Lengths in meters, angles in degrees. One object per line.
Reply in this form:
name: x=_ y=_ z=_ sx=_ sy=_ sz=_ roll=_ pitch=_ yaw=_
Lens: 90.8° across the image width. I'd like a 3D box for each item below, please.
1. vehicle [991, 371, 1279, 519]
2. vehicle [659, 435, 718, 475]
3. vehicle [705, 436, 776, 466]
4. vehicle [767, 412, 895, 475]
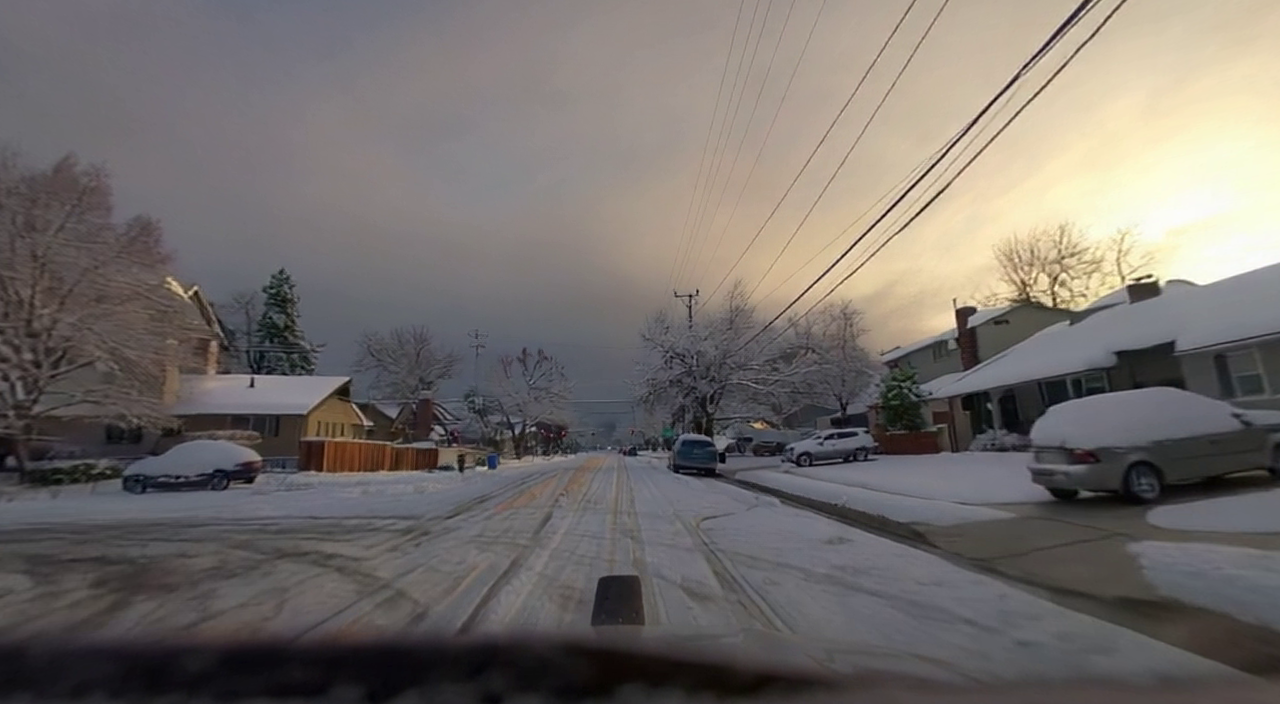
vehicle: x=9.409 y=1.504 z=11.080 sx=5.072 sy=1.909 sz=2.237 roll=-6 pitch=-7 yaw=-5
vehicle: x=2.490 y=5.474 z=33.742 sx=2.214 sy=1.962 sz=4.733 roll=1 pitch=-9 yaw=-7
vehicle: x=7.195 y=7.121 z=45.755 sx=4.666 sy=1.655 sz=2.169 roll=-6 pitch=-8 yaw=1
vehicle: x=8.419 y=4.079 z=28.225 sx=4.801 sy=2.139 sz=2.164 roll=-6 pitch=-7 yaw=-3
